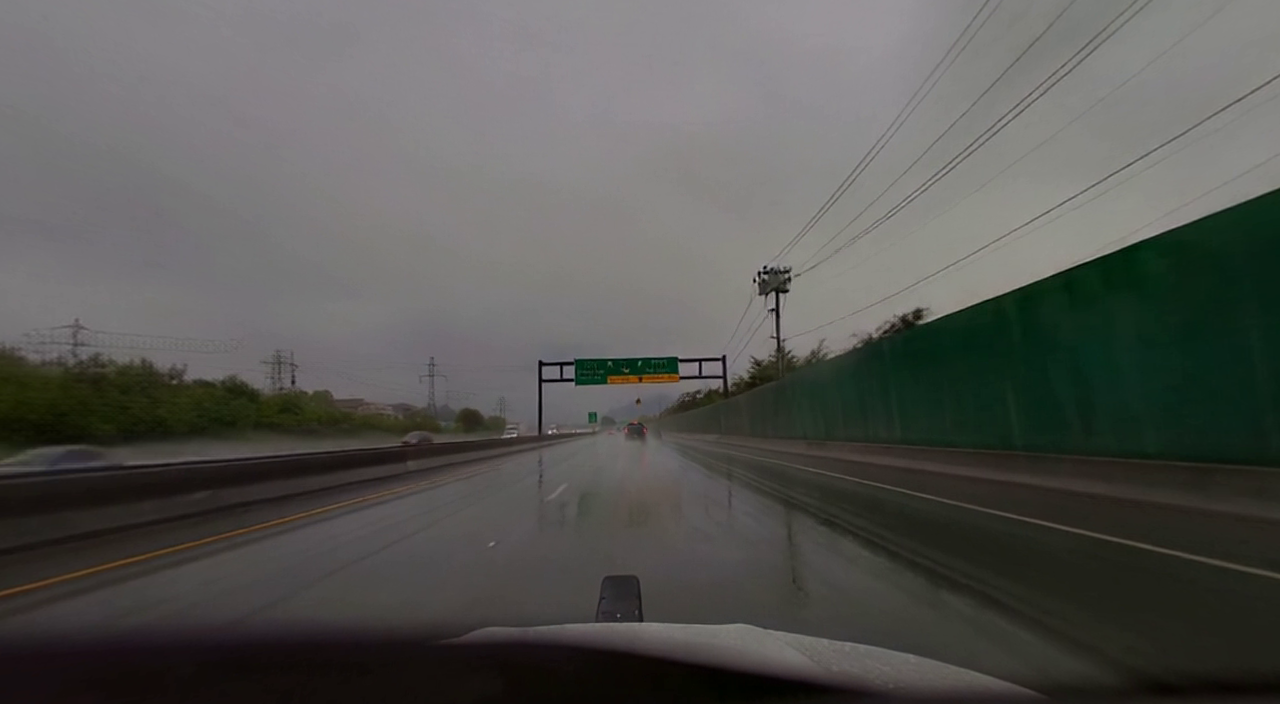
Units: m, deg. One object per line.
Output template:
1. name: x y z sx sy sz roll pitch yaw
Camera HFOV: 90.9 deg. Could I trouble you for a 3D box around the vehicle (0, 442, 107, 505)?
1. vehicle: -16.547 3.073 16.113 1.860 1.505 4.566 0 -8 -1
